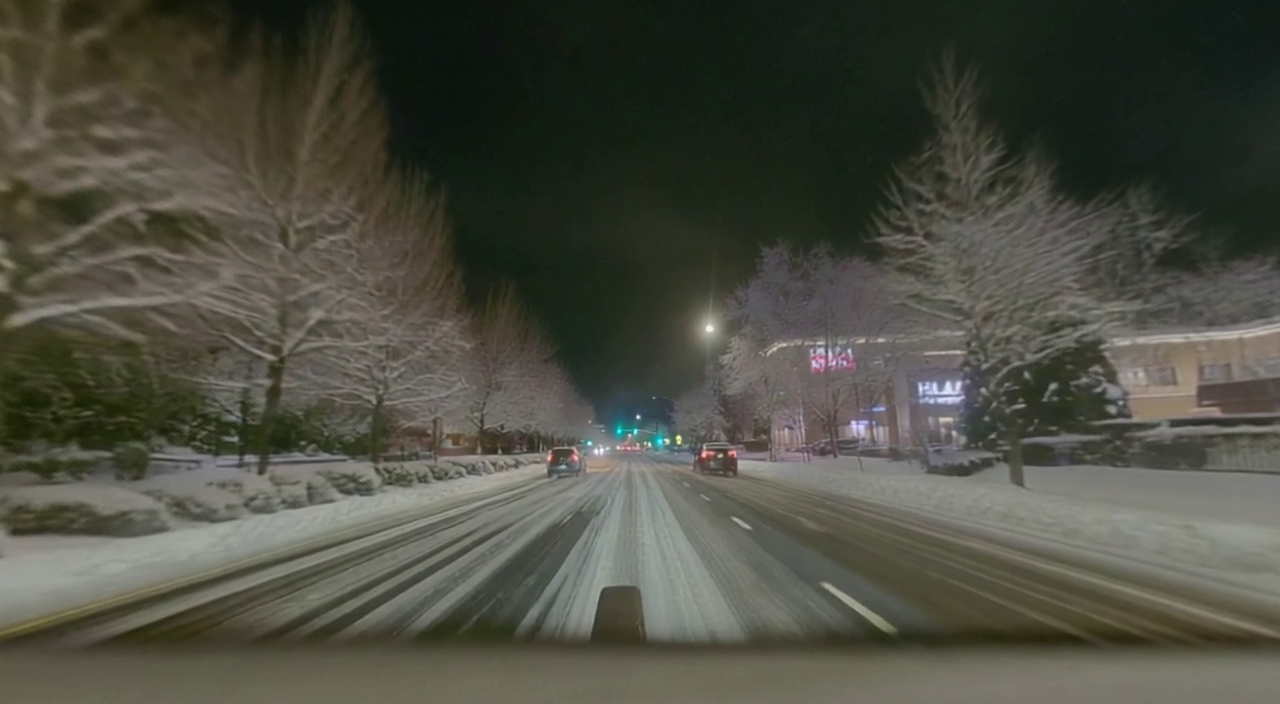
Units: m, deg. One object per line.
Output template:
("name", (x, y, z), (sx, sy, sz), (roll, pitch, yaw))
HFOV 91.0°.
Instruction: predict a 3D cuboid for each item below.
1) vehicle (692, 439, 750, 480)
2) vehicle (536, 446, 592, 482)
("vehicle", (3.744, 5.052, 29.795), (2.083, 1.743, 4.354), (0, -9, -1))
("vehicle", (-3.315, 4.987, 28.253), (2.005, 1.477, 4.169), (0, -9, 0))
